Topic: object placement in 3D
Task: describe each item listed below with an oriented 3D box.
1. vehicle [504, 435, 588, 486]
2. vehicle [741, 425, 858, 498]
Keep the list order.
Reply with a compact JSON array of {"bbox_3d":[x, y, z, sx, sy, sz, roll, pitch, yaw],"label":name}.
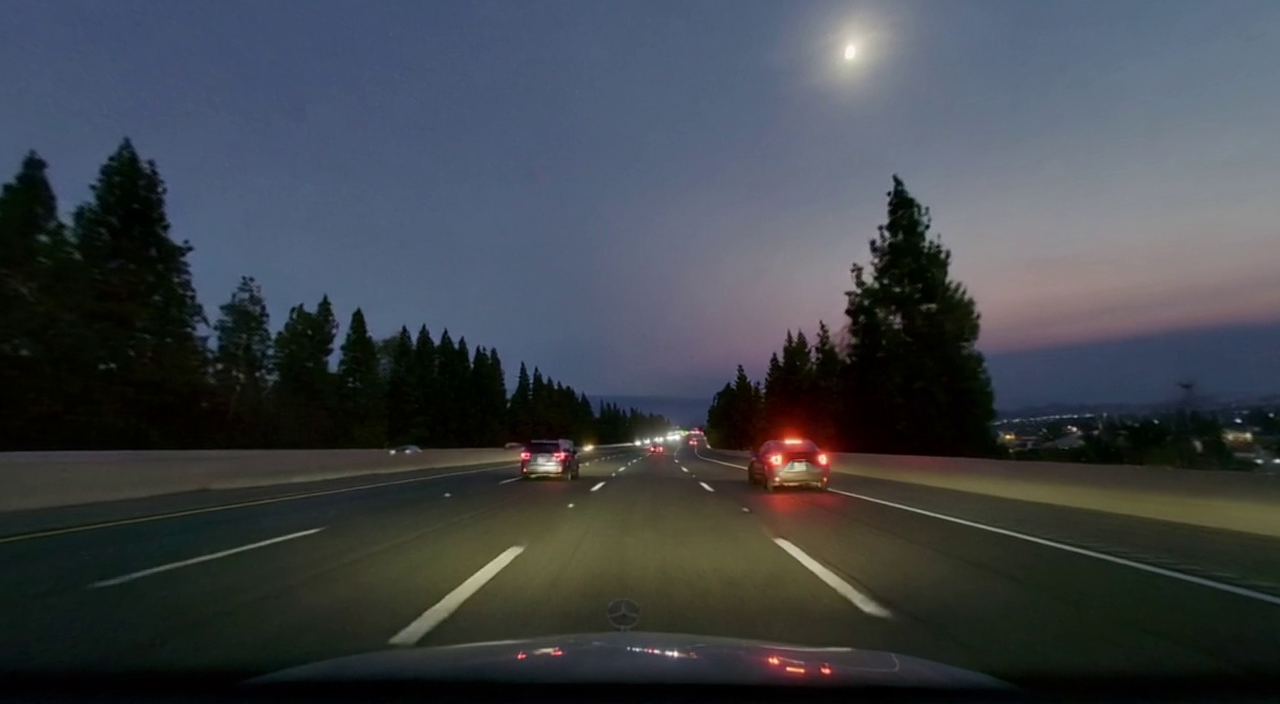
[{"bbox_3d":[-3.177,3.776,22.222,2.166,1.608,4.297,0,-8,2],"label":"vehicle"},{"bbox_3d":[4.324,3.053,17.866,2.149,1.796,4.487,0,-8,0],"label":"vehicle"}]
